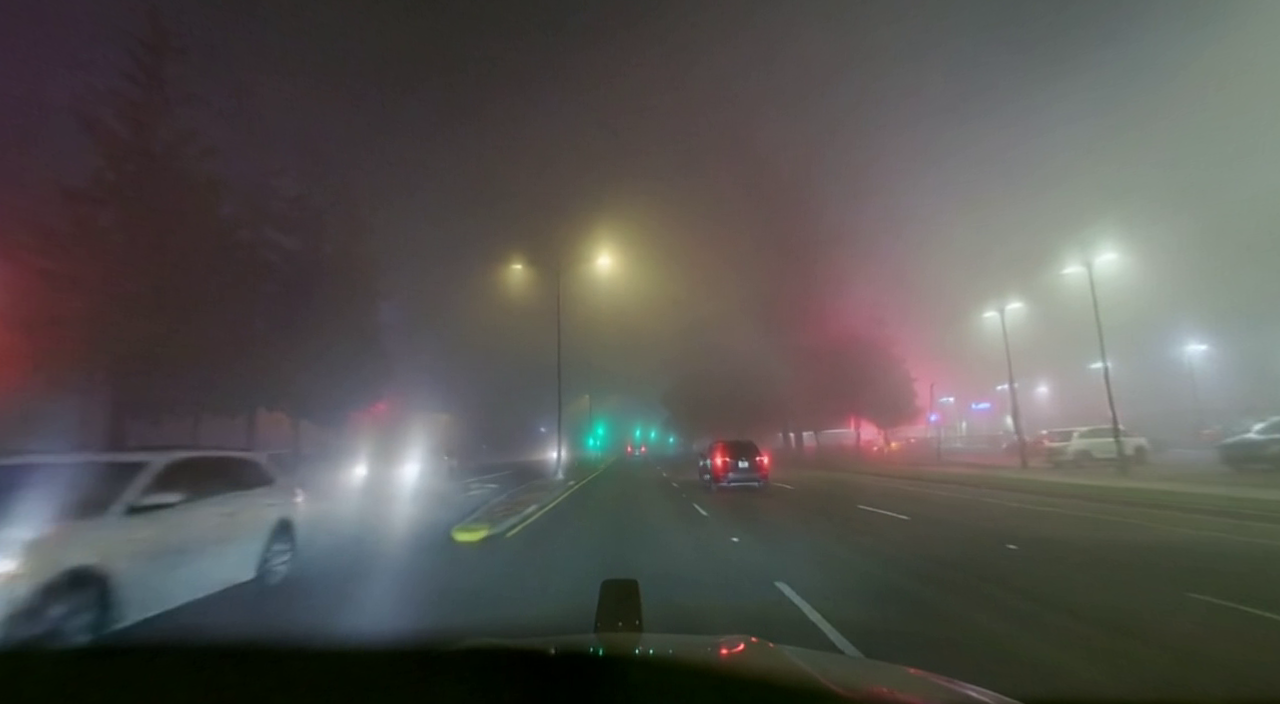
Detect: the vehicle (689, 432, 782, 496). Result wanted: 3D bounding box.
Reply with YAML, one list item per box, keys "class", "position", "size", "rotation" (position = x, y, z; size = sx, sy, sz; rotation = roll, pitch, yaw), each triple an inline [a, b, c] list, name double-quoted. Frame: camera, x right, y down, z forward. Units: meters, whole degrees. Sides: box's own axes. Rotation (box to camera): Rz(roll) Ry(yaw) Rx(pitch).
- class: "vehicle"
  position: [2.708, 3.296, 18.997]
  size: [1.963, 1.677, 4.229]
  rotation: [0, -9, -2]

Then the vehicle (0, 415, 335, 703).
- class: "vehicle"
  position: [-4.198, 1.406, 5.080]
  size: [1.905, 1.471, 4.302]
  rotation: [-1, -9, -8]

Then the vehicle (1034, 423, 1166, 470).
- class: "vehicle"
  position: [17.559, 3.591, 24.122]
  size: [4.591, 1.645, 1.914]
  rotation: [4, -9, -24]

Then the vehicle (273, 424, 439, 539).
- class: "vehicle"
  position: [-5.117, 2.372, 12.145]
  size: [2.134, 1.660, 4.625]
  rotation: [0, -9, -14]

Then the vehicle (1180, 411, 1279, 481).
- class: "vehicle"
  position: [17.346, 2.564, 17.370]
  size: [4.504, 1.690, 2.179]
  rotation: [3, -11, -30]
